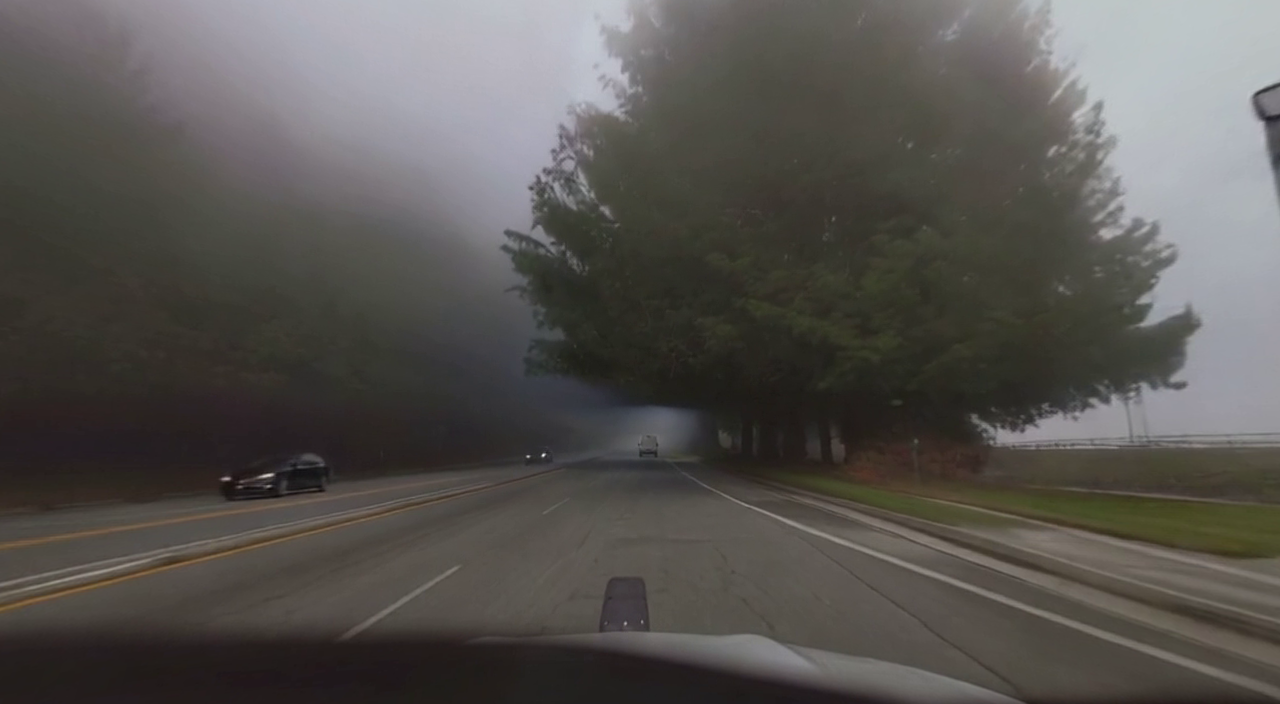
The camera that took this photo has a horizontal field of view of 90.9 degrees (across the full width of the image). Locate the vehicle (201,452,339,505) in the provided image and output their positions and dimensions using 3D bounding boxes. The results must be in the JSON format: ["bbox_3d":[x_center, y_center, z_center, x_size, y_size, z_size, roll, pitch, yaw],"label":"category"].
[{"bbox_3d":[-12.536,4.269,21.755,1.982,1.553,4.420,0,-8,1],"label":"vehicle"}]
